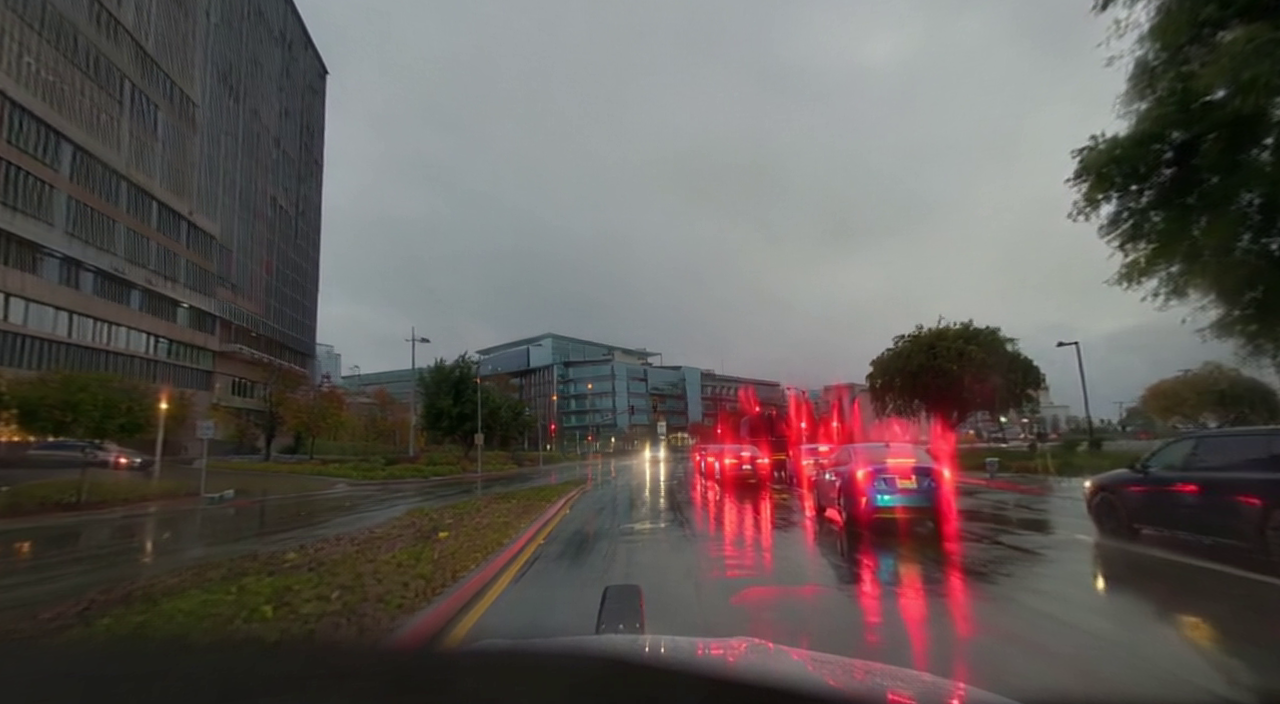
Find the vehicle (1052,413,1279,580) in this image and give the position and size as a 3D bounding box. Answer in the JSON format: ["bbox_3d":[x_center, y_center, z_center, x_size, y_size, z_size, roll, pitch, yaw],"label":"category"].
[{"bbox_3d":[7.775,1.646,7.462,2.138,1.738,5.088,1,-9,-3],"label":"vehicle"}]

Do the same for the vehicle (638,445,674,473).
[{"bbox_3d":[1.088,6.839,40.526,2.121,1.728,4.161,-1,-9,4],"label":"vehicle"}]

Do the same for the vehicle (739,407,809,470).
[{"bbox_3d":[8.819,6.057,43.381,3.128,3.616,13.736,-1,-9,5],"label":"vehicle"}]

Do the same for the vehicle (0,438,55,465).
[{"bbox_3d":[-45.179,7.206,45.087,4.582,1.636,1.943,-3,-5,-5],"label":"vehicle"}]

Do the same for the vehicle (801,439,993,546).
[{"bbox_3d":[4.588,2.534,12.209,2.089,1.609,4.922,-1,-9,6],"label":"vehicle"}]

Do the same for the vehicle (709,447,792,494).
[{"bbox_3d":[3.946,4.278,23.193,2.183,1.553,3.923,0,-9,-3],"label":"vehicle"}]
